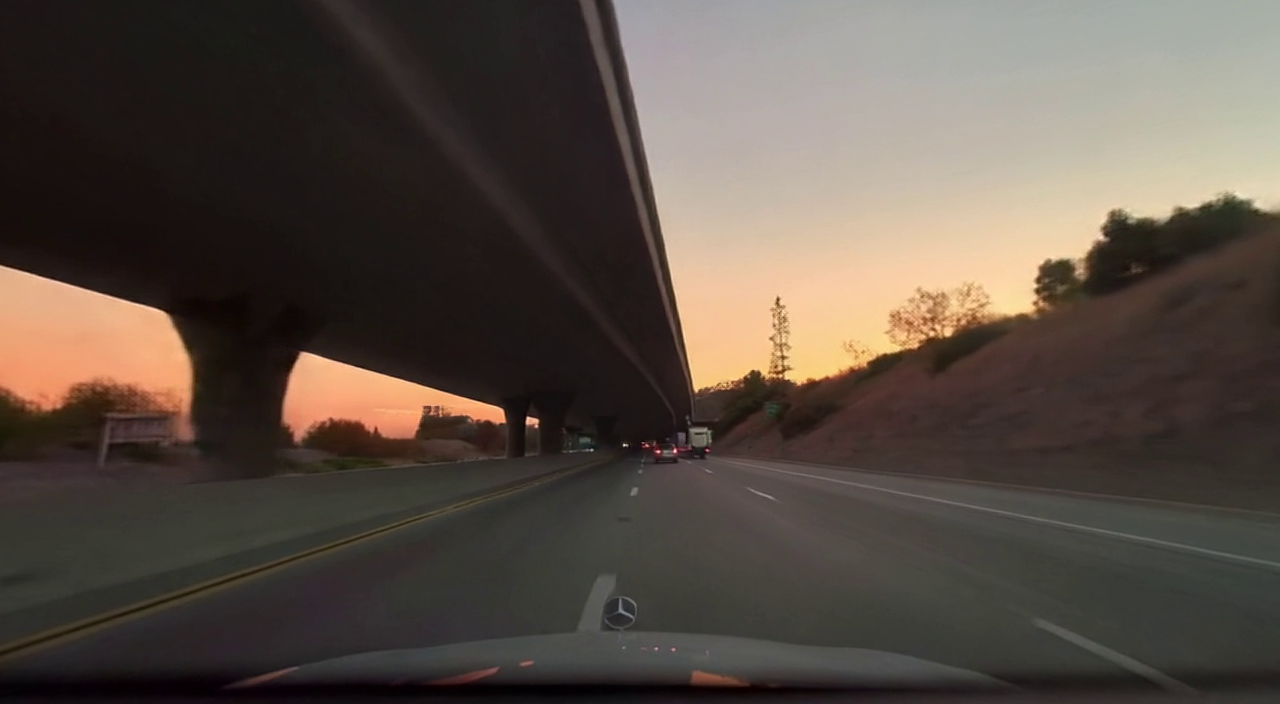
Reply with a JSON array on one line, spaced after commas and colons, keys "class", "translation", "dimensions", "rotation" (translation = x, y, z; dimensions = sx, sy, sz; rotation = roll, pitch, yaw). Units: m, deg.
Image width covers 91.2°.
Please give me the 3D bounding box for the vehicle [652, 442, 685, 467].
[{"class": "vehicle", "translation": [1.873, 6.915, 42.416], "dimensions": [1.970, 1.560, 4.182], "rotation": [0, -9, 0]}]
